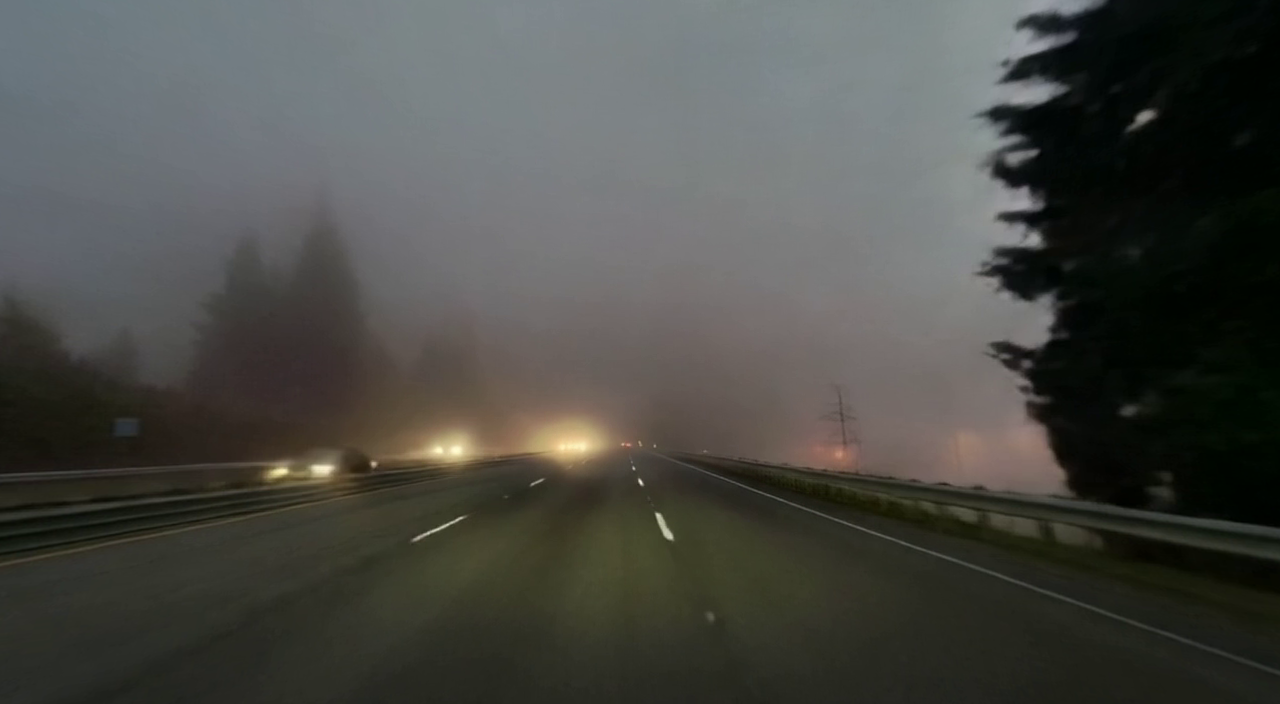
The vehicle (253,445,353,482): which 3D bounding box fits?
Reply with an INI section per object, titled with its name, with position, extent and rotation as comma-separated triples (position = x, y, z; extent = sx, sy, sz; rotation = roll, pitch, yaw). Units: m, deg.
[vehicle]
position = -14.674, 4.880, 27.809
extent = 1.954, 1.491, 4.602
rotation = 0, -9, -2
